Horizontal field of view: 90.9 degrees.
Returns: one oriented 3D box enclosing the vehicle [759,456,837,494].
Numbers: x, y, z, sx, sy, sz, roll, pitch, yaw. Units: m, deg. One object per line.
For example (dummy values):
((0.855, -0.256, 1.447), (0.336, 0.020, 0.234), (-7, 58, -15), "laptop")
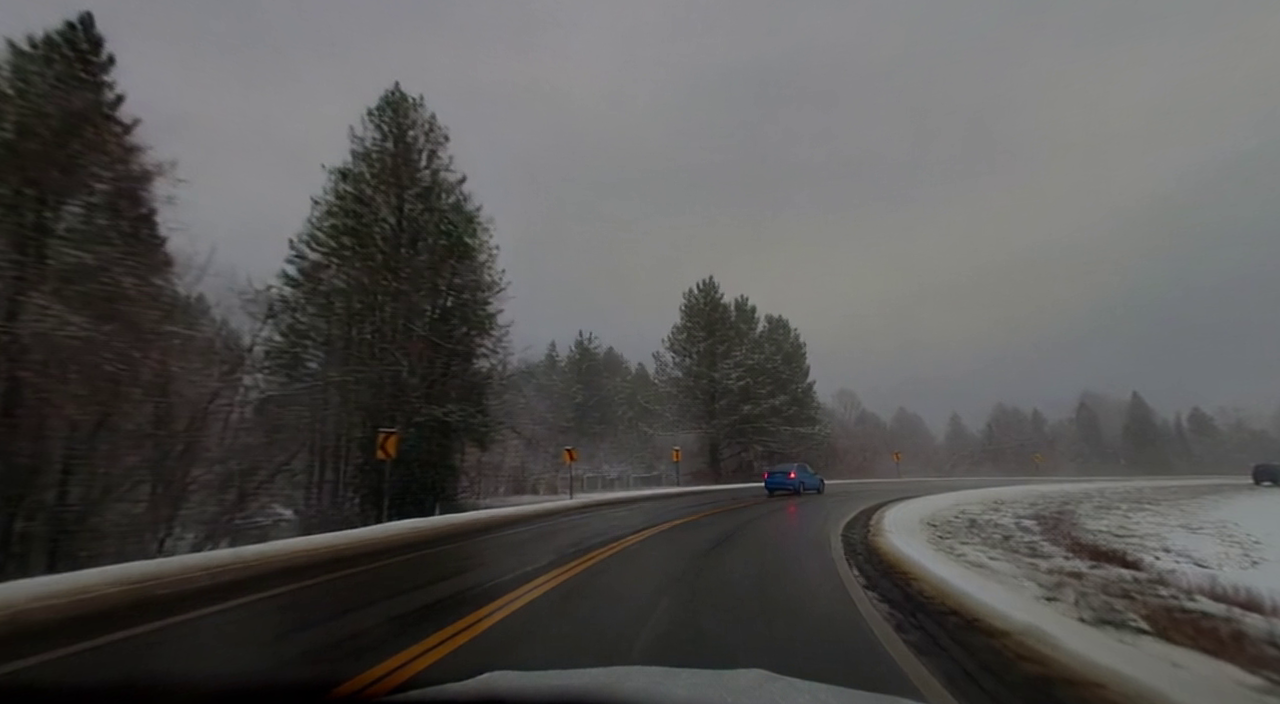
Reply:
((7.743, 5.942, 30.637), (1.997, 1.692, 4.422), (-7, -13, 37), "vehicle")
